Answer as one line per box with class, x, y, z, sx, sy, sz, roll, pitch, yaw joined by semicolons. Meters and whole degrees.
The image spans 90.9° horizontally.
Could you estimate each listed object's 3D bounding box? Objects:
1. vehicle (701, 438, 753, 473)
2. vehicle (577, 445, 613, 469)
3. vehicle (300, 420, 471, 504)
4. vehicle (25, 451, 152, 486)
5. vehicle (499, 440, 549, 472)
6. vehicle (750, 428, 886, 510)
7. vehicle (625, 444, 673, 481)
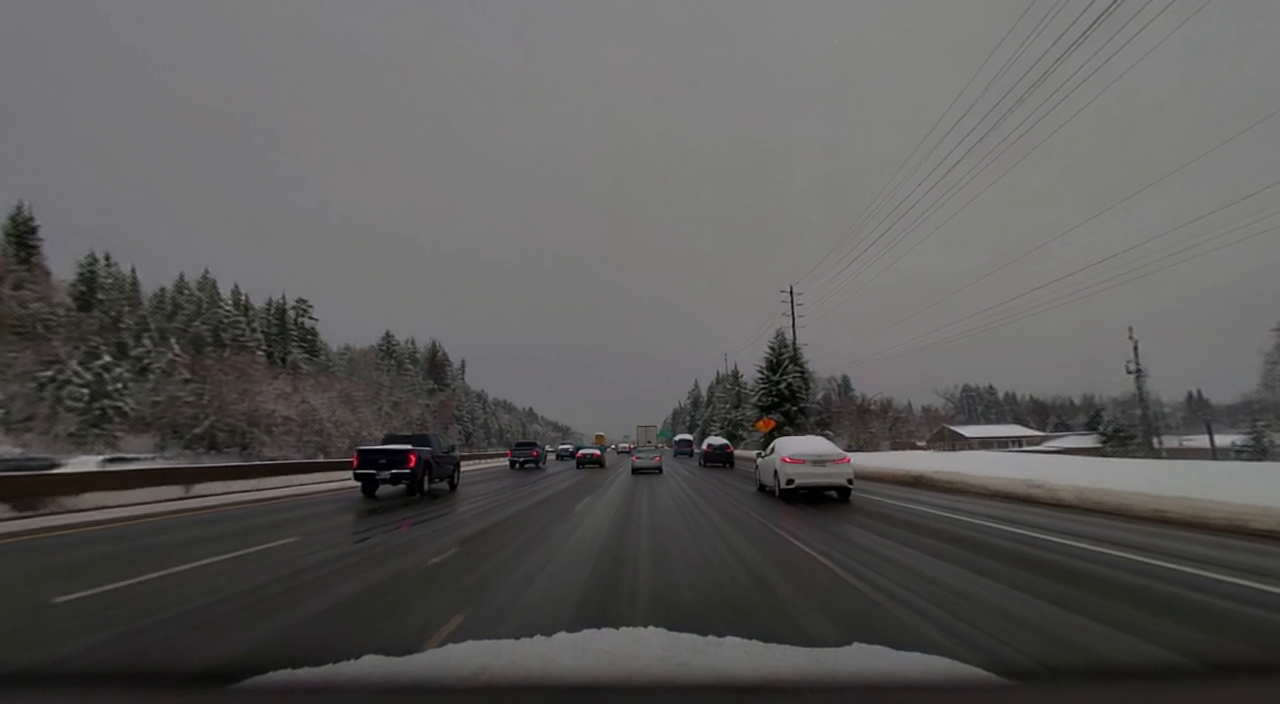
vehicle;4.621;5.565;34.116;2.195;1.778;4.455;0;-9;1
vehicle;-2.835;6.729;40.664;1.904;1.479;4.274;0;-9;1
vehicle;-6.758;3.010;17.732;2.269;1.936;5.777;0;-9;1
vehicle;-34.541;7.285;39.807;2.660;1.965;5.799;0;-9;1
vehicle;-6.609;5.967;36.313;1.978;1.680;4.263;0;-9;1
vehicle;4.099;2.773;15.372;2.002;1.691;4.290;0;-9;0
vehicle;0.380;4.752;27.442;1.966;1.444;3.986;0;-9;1
